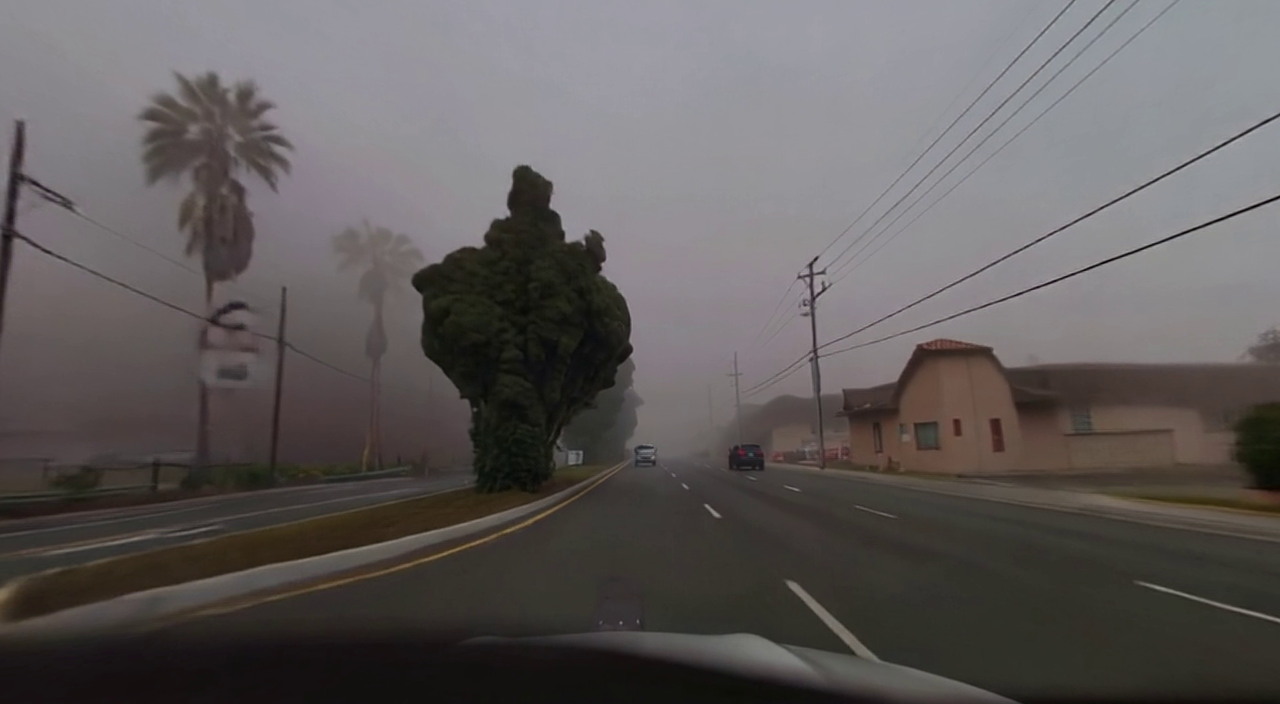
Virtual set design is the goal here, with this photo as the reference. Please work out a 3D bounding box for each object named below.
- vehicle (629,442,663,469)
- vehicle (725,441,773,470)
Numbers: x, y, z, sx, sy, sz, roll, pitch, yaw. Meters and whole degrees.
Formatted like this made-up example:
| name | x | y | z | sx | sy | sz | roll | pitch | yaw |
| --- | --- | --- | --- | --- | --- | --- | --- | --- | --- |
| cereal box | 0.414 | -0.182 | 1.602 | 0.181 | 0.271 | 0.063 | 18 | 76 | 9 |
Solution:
| name | x | y | z | sx | sy | sz | roll | pitch | yaw |
| --- | --- | --- | --- | --- | --- | --- | --- | --- | --- |
| vehicle | 0.405 | 7.013 | 42.879 | 2.138 | 1.702 | 4.168 | 0 | -9 | 1 |
| vehicle | 6.867 | 6.585 | 40.183 | 2.252 | 1.718 | 4.617 | 0 | -9 | 0 |
